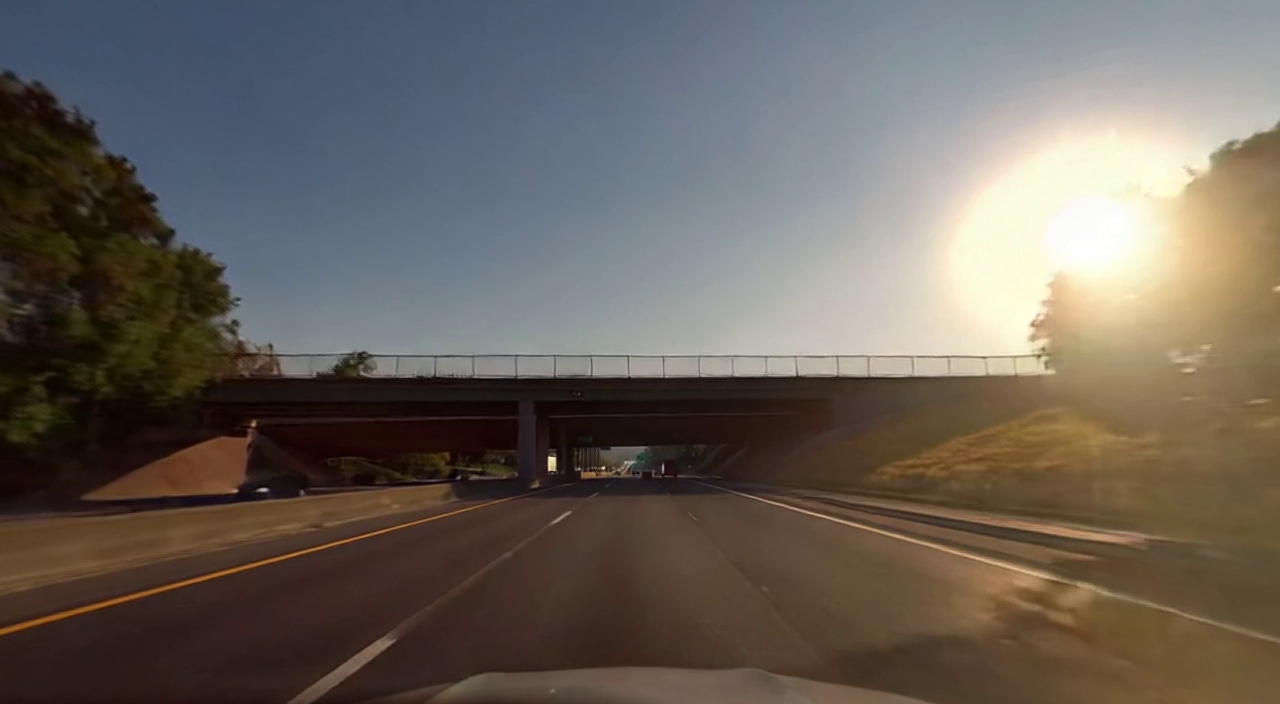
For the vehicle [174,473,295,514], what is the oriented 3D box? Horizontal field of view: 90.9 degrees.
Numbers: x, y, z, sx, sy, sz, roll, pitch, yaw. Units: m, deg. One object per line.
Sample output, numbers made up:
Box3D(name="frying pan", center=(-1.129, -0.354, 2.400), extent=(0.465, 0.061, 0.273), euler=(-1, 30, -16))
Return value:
Box3D(name="vehicle", center=(-16.043, 5.598, 25.281), extent=(1.830, 1.447, 4.543), euler=(1, -11, 0))
